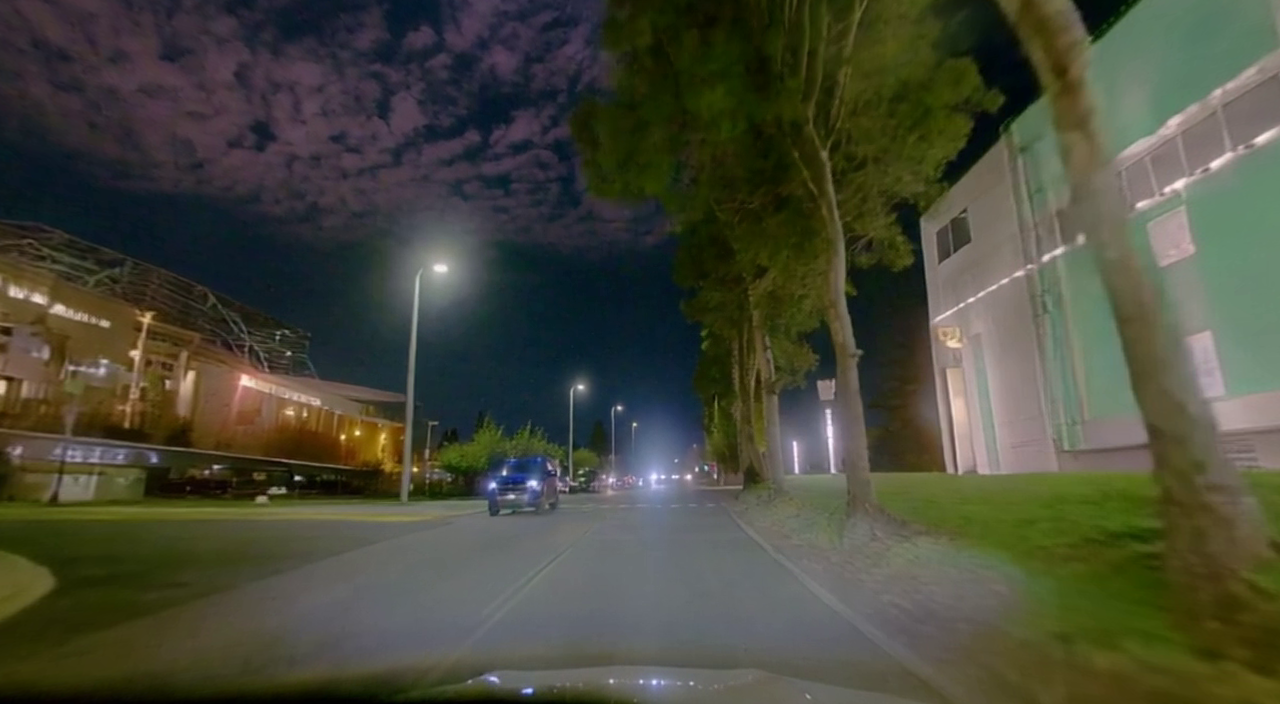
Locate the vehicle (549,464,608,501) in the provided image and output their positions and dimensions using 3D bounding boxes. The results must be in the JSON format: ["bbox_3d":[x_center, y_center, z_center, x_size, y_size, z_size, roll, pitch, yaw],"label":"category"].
[{"bbox_3d":[-2.777,6.018,29.325,1.903,1.542,4.115,-2,-10,7],"label":"vehicle"}]

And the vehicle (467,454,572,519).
[{"bbox_3d":[-3.667,4.220,20.190,2.022,1.776,4.625,-2,-10,6],"label":"vehicle"}]

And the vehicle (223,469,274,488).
[{"bbox_3d":[-30.122,9.784,48.583,1.590,1.392,3.279,0,-11,4],"label":"vehicle"}]

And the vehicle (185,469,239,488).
[{"bbox_3d":[-33.157,9.793,48.894,1.576,1.410,3.430,0,-11,5],"label":"vehicle"}]
